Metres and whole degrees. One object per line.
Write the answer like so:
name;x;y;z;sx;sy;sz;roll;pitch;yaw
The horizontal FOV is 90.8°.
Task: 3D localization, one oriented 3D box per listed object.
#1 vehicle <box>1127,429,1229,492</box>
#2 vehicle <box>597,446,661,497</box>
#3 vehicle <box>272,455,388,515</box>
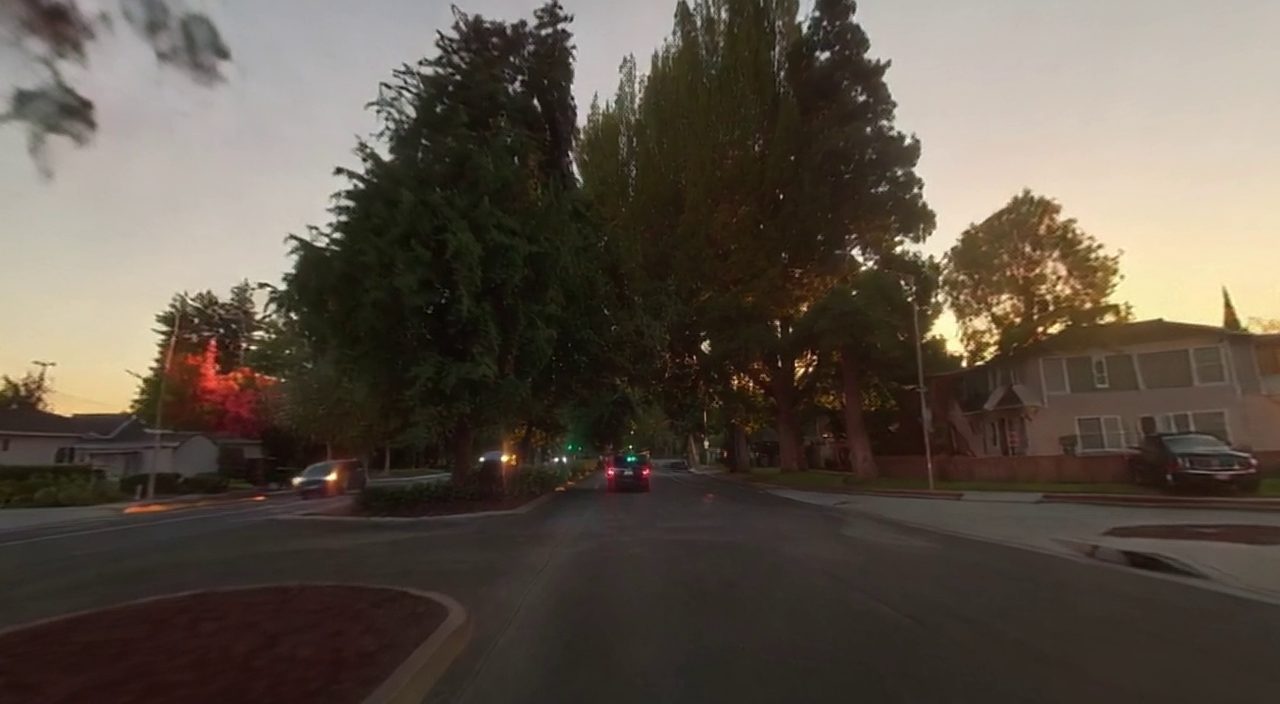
vehicle;17.342;3.482;20.600;2.128;1.771;4.721;-6;-11;36
vehicle;-0.391;4.228;22.753;2.106;1.655;3.717;0;-9;0
vehicle;-9.053;3.871;18.810;1.861;1.516;3.752;1;-9;-6
